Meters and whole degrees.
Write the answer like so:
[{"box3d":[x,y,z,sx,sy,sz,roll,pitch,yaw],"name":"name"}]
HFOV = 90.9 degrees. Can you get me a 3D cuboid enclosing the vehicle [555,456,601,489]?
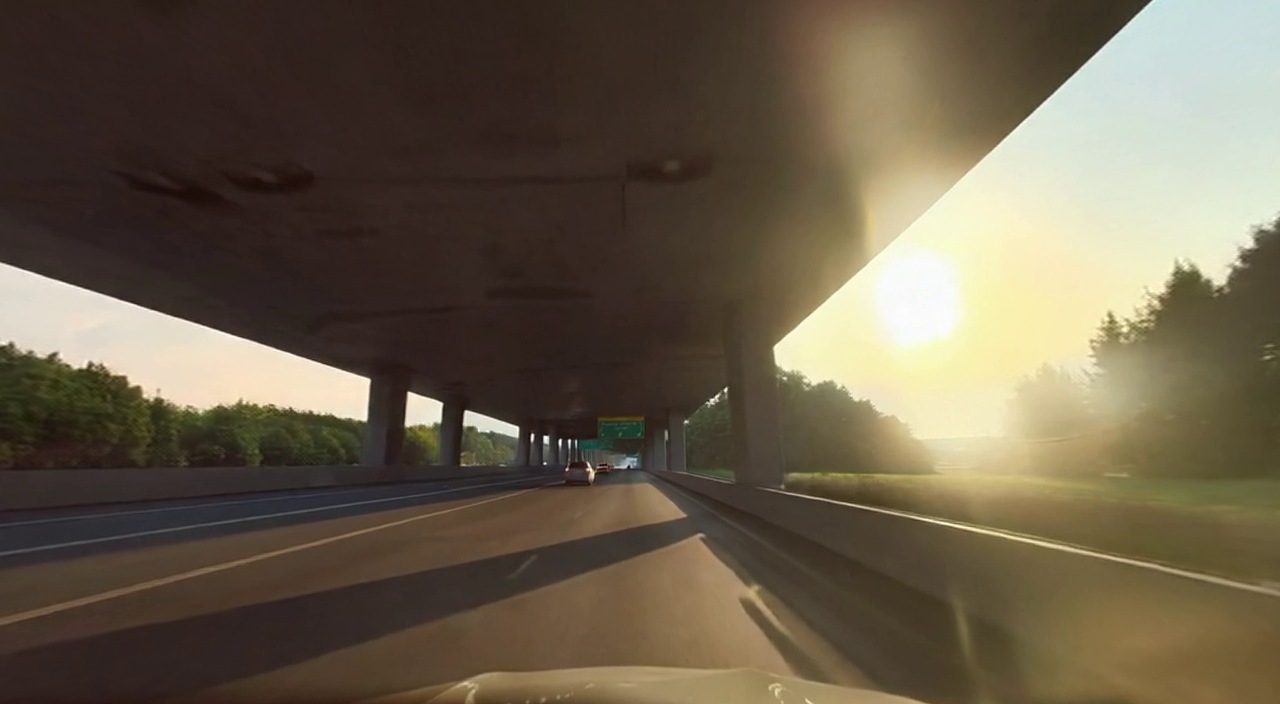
[{"box3d":[-3.295,6.525,34.109,2.092,1.642,3.895,1,-11,0],"name":"vehicle"}]
